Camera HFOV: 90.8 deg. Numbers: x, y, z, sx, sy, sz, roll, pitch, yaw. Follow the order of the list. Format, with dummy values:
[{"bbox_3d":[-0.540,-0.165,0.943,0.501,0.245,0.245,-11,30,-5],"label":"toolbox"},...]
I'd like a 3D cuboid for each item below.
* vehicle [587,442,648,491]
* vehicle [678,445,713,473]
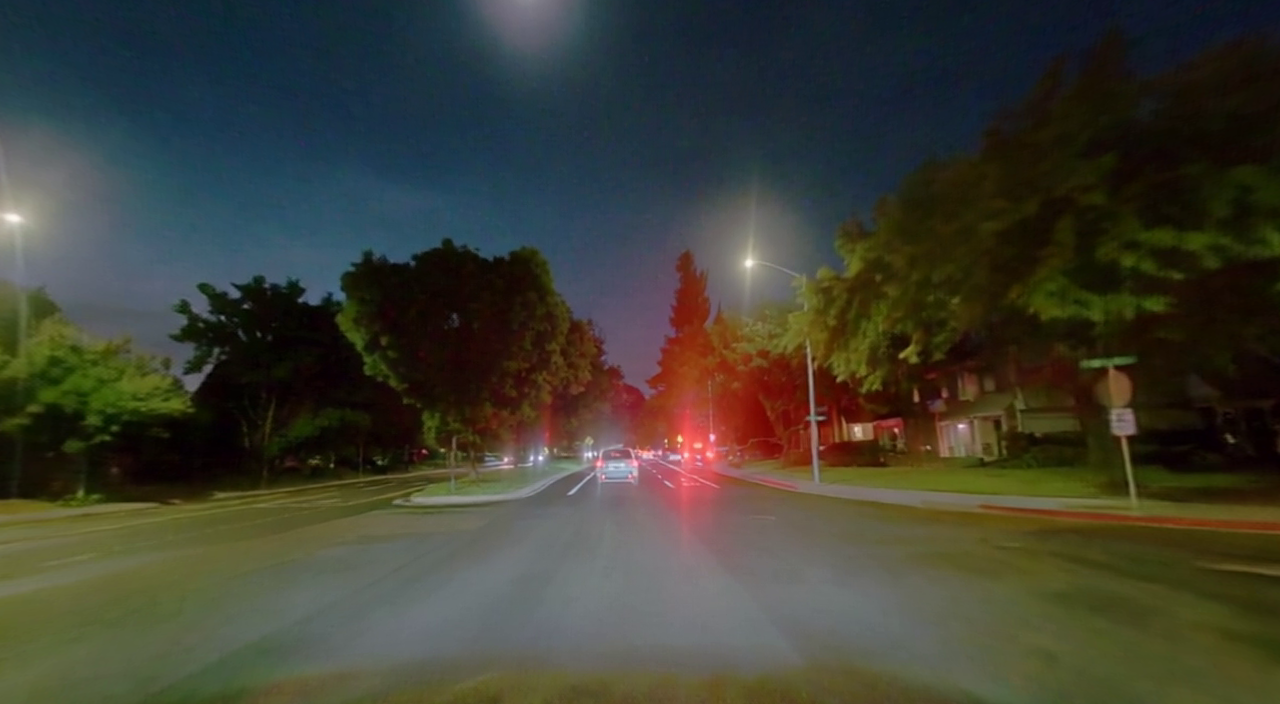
[{"bbox_3d":[-0.814,4.219,23.640,2.106,1.655,3.717,0,-8,-1],"label":"vehicle"},{"bbox_3d":[3.729,7.205,42.953,2.045,1.776,4.851,0,-8,1],"label":"vehicle"}]
